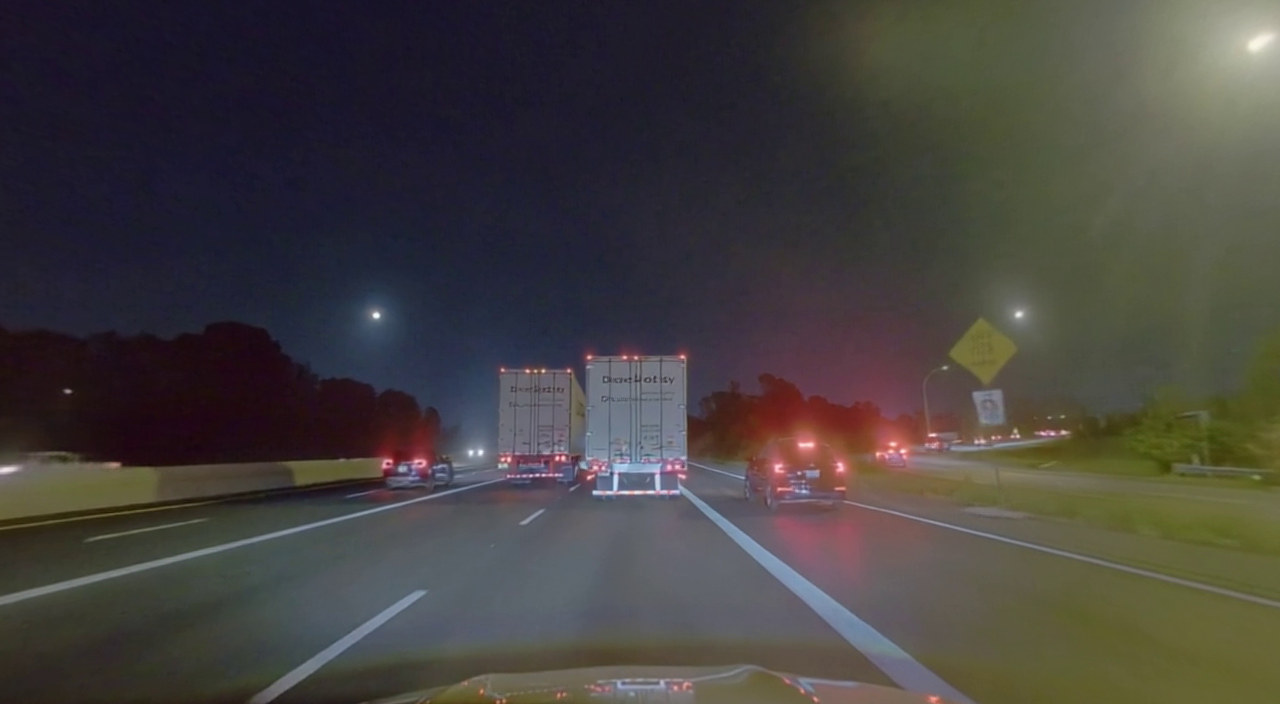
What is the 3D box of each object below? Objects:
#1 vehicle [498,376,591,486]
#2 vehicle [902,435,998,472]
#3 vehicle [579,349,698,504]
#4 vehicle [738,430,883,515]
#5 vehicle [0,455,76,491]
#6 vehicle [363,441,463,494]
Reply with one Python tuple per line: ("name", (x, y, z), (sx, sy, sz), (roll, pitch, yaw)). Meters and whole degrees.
("vehicle", (-4.031, 3.801, 29.512), (2.888, 4.154, 10.960), (0, -9, -2))
("vehicle", (16.638, 5.490, 34.343), (2.128, 1.783, 5.718), (0, -9, -2))
("vehicle", (-0.124, 2.556, 20.547), (2.910, 3.828, 9.805), (0, -9, -1))
("vehicle", (3.929, 2.868, 15.589), (2.136, 1.753, 4.644), (0, -9, -2))
("vehicle", (-28.079, 5.419, 28.543), (1.719, 1.444, 3.739), (0, -9, -1))
("vehicle", (-8.043, 4.109, 22.884), (2.017, 1.694, 4.420), (0, -9, -1))
